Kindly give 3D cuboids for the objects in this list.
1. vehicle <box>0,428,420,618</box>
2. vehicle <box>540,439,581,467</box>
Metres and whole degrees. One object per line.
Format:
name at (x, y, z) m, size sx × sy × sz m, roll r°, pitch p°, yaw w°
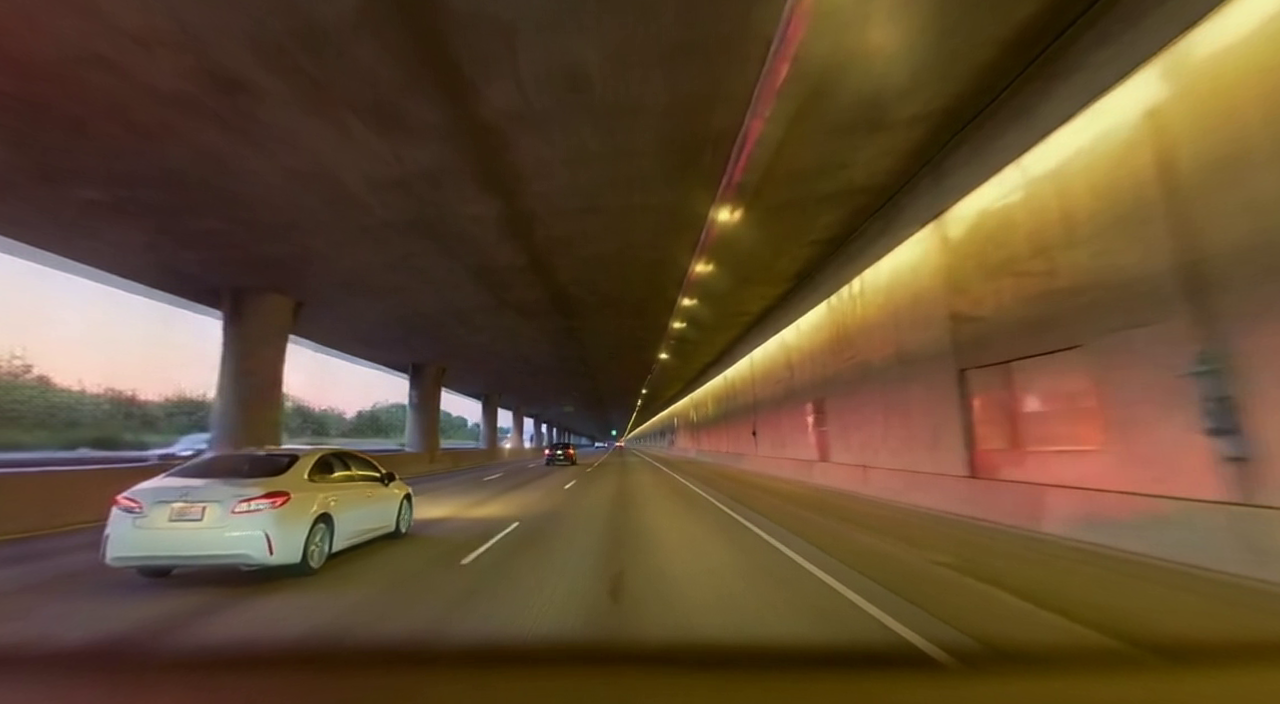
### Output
vehicle at (-4.142, 1.620, 7.021) m, size 1.885 × 1.424 × 4.230 m, roll 0°, pitch -8°, yaw -1°
vehicle at (-4.581, 5.853, 36.697) m, size 1.973 × 1.474 × 4.199 m, roll 0°, pitch -8°, yaw -1°
